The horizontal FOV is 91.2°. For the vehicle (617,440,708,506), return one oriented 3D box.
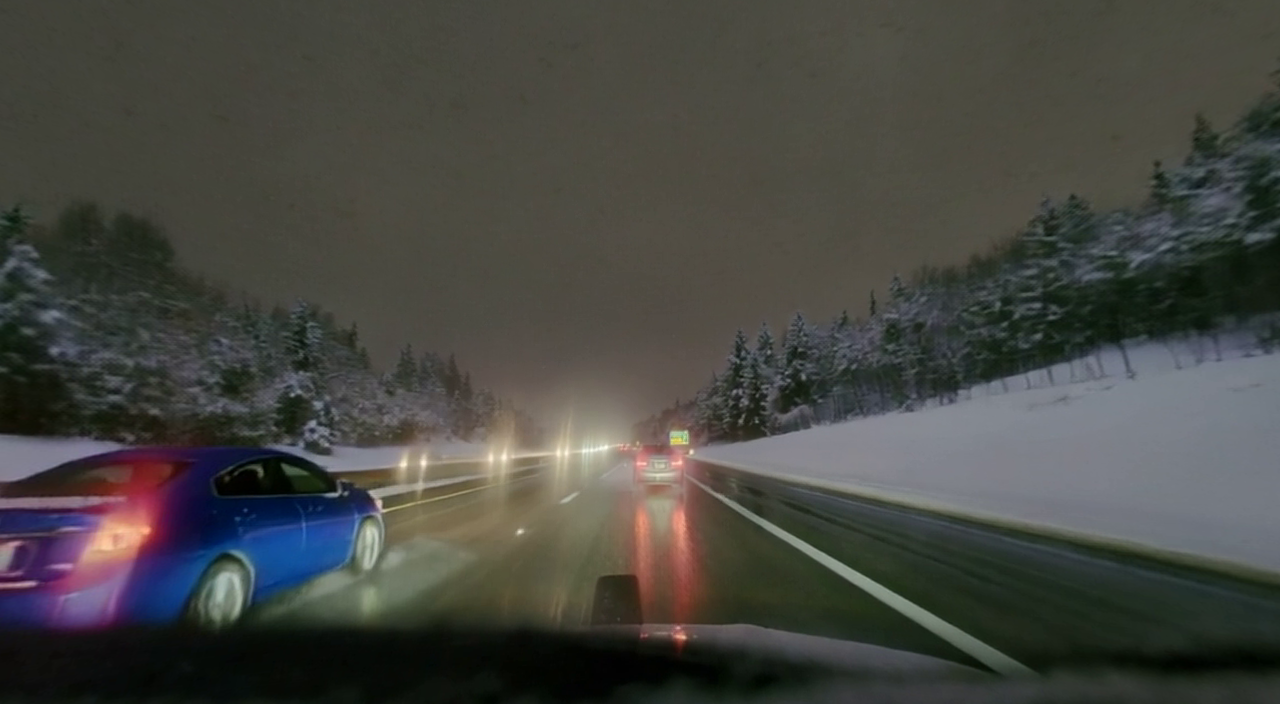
[{"bbox_3d":[0.458,3.173,16.872,2.021,1.533,4.014,0,-9,-4],"label":"vehicle"}]

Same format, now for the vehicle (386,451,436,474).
[{"bbox_3d":[-17.122,8.287,47.055,1.900,1.582,4.150,-1,-9,5],"label":"vehicle"}]

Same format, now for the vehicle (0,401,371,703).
[{"bbox_3d":[-3.746,1.310,4.749,2.083,1.548,4.251,1,-9,-9],"label":"vehicle"}]
